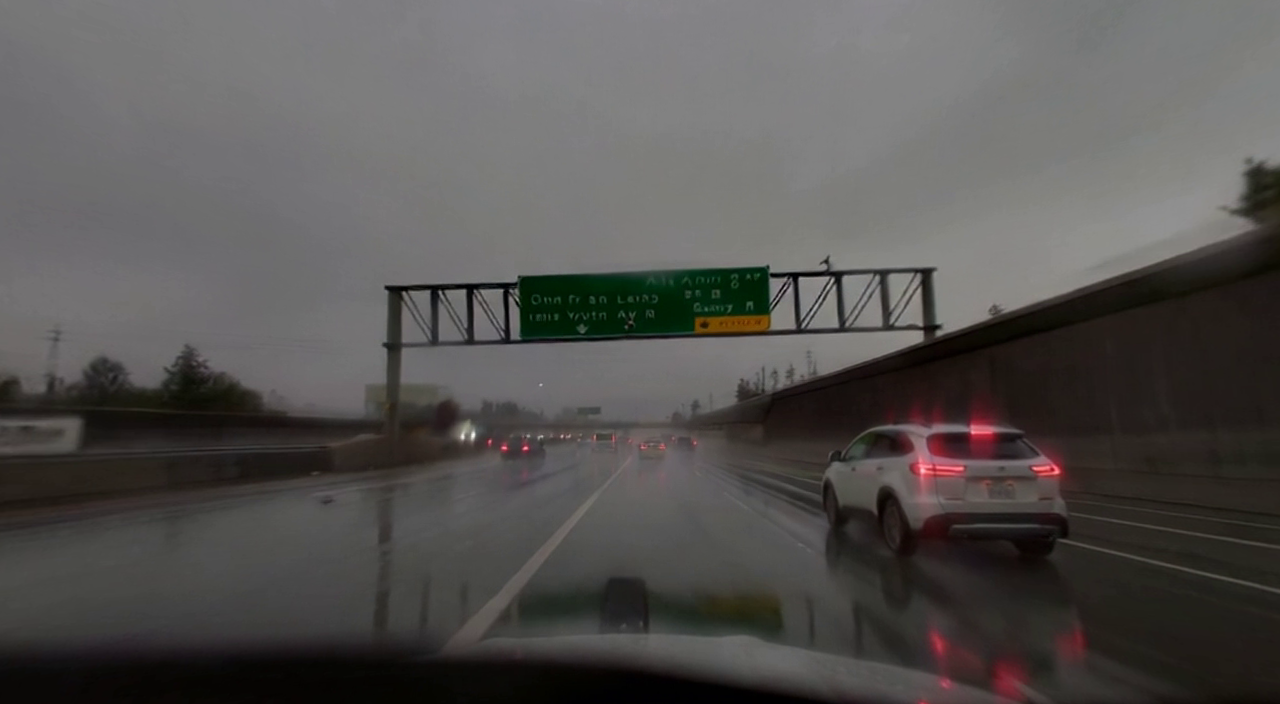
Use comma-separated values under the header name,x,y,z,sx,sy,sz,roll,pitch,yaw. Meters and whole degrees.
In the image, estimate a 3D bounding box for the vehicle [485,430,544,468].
name,x,y,z,sx,sy,sz,roll,pitch,yaw
vehicle,-5.955,4.676,30.431,1.946,1.688,4.019,0,-8,1

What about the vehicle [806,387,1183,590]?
name,x,y,z,sx,sy,sz,roll,pitch,yaw
vehicle,3.820,1.563,8.070,2.083,1.823,4.627,0,-8,0

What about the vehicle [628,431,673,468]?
name,x,y,z,sx,sy,sz,roll,pitch,yaw
vehicle,0.552,4.891,31.857,2.133,1.739,3.925,0,-8,2

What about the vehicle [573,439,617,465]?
name,x,y,z,sx,sy,sz,roll,pitch,yaw
vehicle,-2.512,5.702,36.203,2.205,1.406,4.286,0,-8,1
